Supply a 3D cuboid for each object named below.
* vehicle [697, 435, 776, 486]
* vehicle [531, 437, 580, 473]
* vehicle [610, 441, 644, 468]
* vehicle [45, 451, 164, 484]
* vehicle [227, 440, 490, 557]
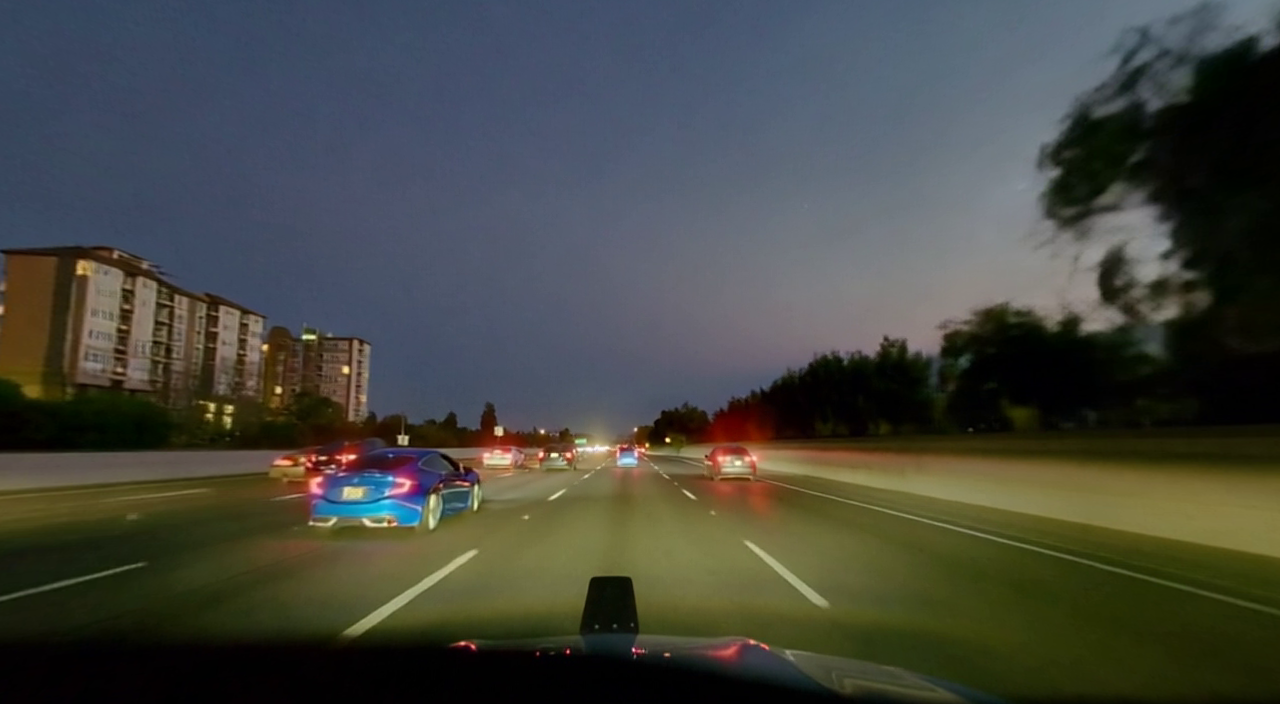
[{"bbox_3d":[3.338,3.857,22.798,2.061,1.658,4.417,0,-8,-2],"label":"vehicle"},{"bbox_3d":[-4.390,5.425,33.437,2.044,1.774,4.329,0,-8,0],"label":"vehicle"},{"bbox_3d":[-0.830,6.586,40.878,2.053,1.650,3.945,0,-8,-1],"label":"vehicle"},{"bbox_3d":[-25.996,5.587,30.916,1.816,1.457,4.598,0,-8,0],"label":"vehicle"},{"bbox_3d":[-4.002,2.138,10.059,2.124,1.426,4.444,0,-8,0],"label":"vehicle"}]
